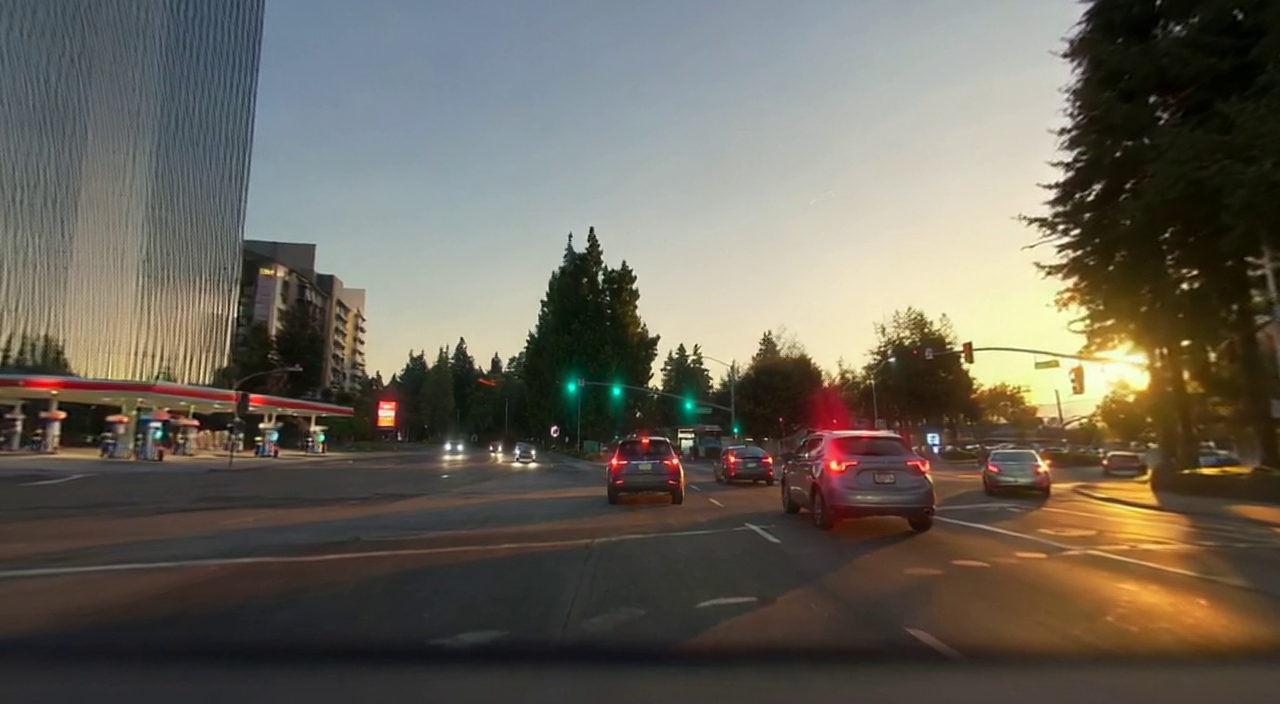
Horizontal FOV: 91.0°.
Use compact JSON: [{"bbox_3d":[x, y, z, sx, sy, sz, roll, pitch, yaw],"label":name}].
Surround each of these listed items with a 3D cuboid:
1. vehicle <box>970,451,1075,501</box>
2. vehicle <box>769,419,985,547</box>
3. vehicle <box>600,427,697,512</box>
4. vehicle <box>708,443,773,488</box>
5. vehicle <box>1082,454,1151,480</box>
[{"bbox_3d":[13.212,4.262,22.088,2.057,1.473,4.462,-3,-9,17],"label":"vehicle"},{"bbox_3d":[3.730,2.131,10.903,2.000,1.745,4.206,0,-8,-1],"label":"vehicle"},{"bbox_3d":[0.157,2.801,15.481,2.051,1.798,4.168,0,-8,-1],"label":"vehicle"},{"bbox_3d":[3.786,4.313,24.297,1.800,1.592,3.658,0,-8,-2],"label":"vehicle"},{"bbox_3d":[31.054,7.421,40.969,4.636,1.542,2.096,6,-10,-34],"label":"vehicle"}]
